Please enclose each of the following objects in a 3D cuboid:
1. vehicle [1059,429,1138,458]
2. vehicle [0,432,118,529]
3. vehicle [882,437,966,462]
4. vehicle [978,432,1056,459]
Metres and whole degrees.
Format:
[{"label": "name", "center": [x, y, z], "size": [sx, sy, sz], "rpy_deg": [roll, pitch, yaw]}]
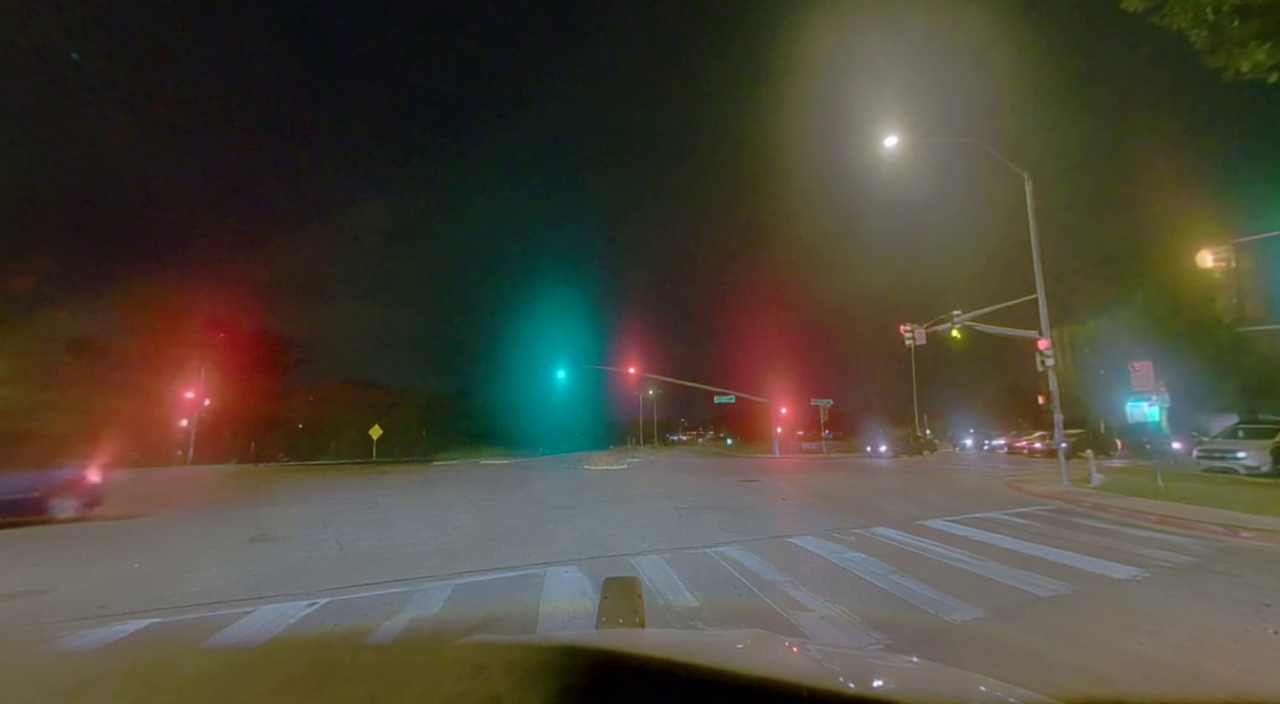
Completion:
[{"label": "vehicle", "center": [36.121, 7.206, 49.715], "size": [6.148, 2.119, 2.473], "rpy_deg": [4, -10, -28]}, {"label": "vehicle", "center": [-10.994, 2.011, 9.858], "size": [1.740, 1.500, 3.896], "rpy_deg": [-4, -9, 24]}, {"label": "vehicle", "center": [18.721, 6.426, 41.613], "size": [5.234, 1.549, 1.982], "rpy_deg": [4, -9, -24]}, {"label": "vehicle", "center": [26.982, 6.731, 45.252], "size": [5.032, 1.828, 2.183], "rpy_deg": [4, -9, -24]}]
